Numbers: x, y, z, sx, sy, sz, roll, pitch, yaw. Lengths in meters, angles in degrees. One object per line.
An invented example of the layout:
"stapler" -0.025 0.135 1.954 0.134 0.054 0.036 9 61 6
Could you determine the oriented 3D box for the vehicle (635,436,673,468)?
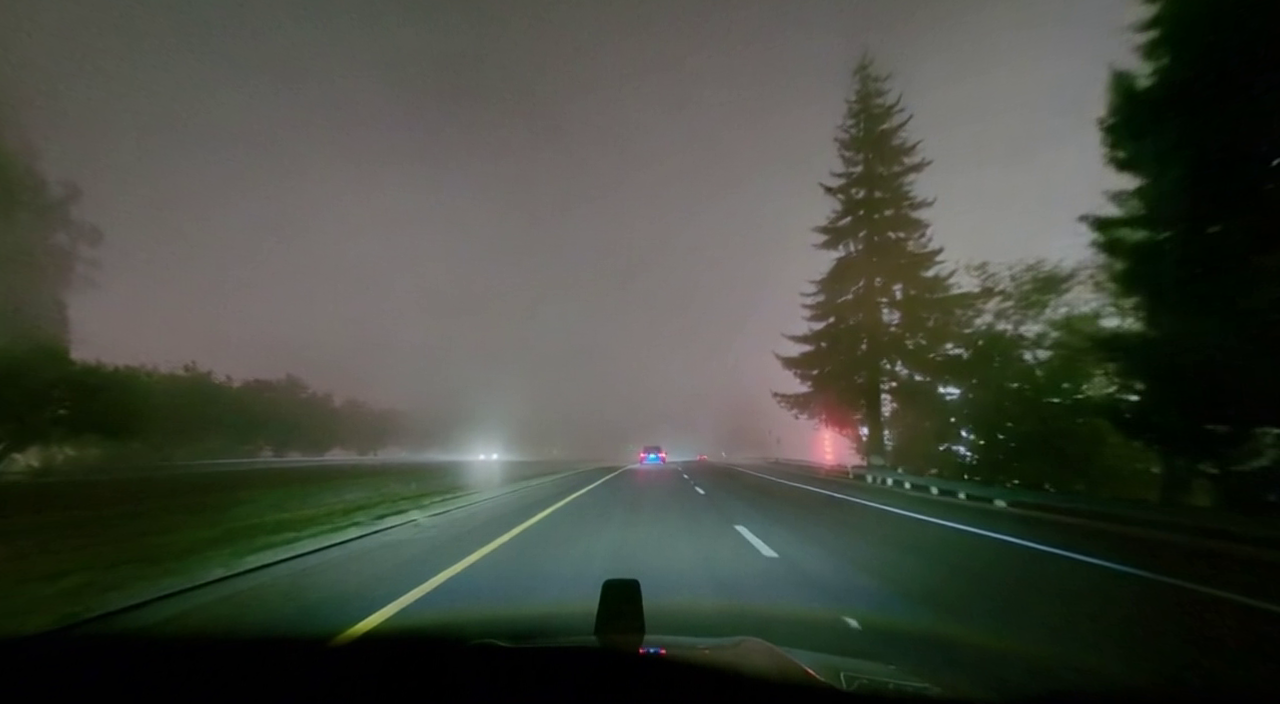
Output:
"vehicle" 1.095 7.292 45.858 2.546 2.126 5.153 -1 -9 4
